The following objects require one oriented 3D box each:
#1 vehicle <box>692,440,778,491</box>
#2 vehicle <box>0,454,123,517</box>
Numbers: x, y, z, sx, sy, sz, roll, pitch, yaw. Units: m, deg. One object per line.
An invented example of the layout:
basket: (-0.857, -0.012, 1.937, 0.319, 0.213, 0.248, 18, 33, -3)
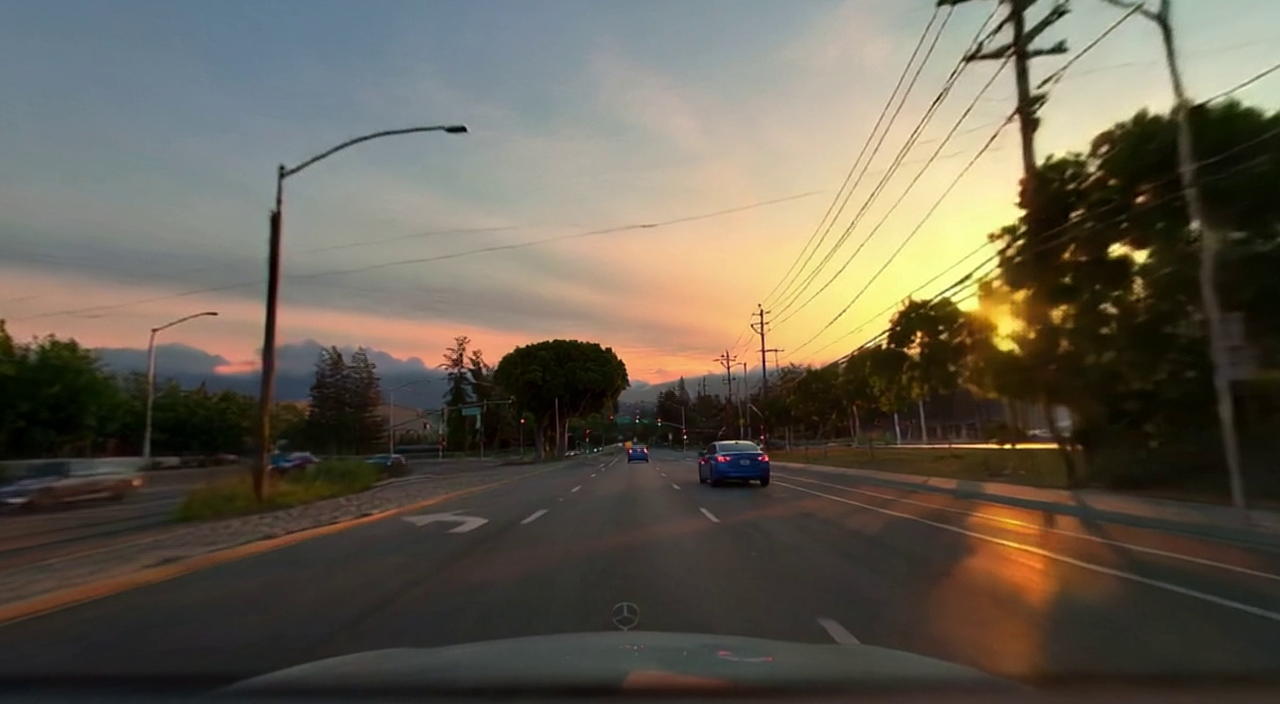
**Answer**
vehicle: (2.924, 3.613, 20.499, 2.004, 1.448, 4.263, 0, -9, -2)
vehicle: (-20.259, 4.349, 20.931, 1.969, 1.818, 4.889, 0, -8, 1)
